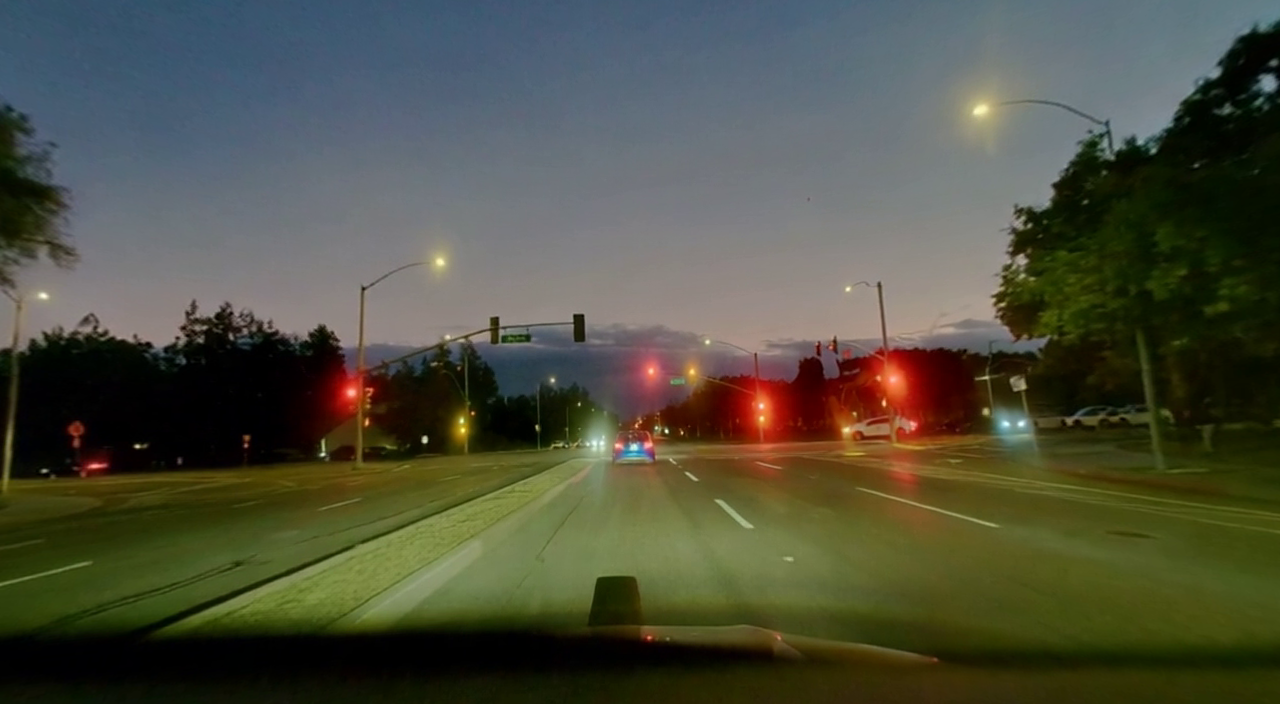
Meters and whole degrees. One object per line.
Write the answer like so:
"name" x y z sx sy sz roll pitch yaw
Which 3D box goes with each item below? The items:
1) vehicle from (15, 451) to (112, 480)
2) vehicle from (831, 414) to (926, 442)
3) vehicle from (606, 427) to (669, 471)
"vehicle" -42.971 8.425 47.204 4.904 2.000 2.321 0 -7 -1
"vehicle" 17.986 5.789 47.946 6.025 2.000 2.876 1 -6 -2
"vehicle" -0.016 3.836 25.388 2.074 1.570 3.647 0 -7 7
